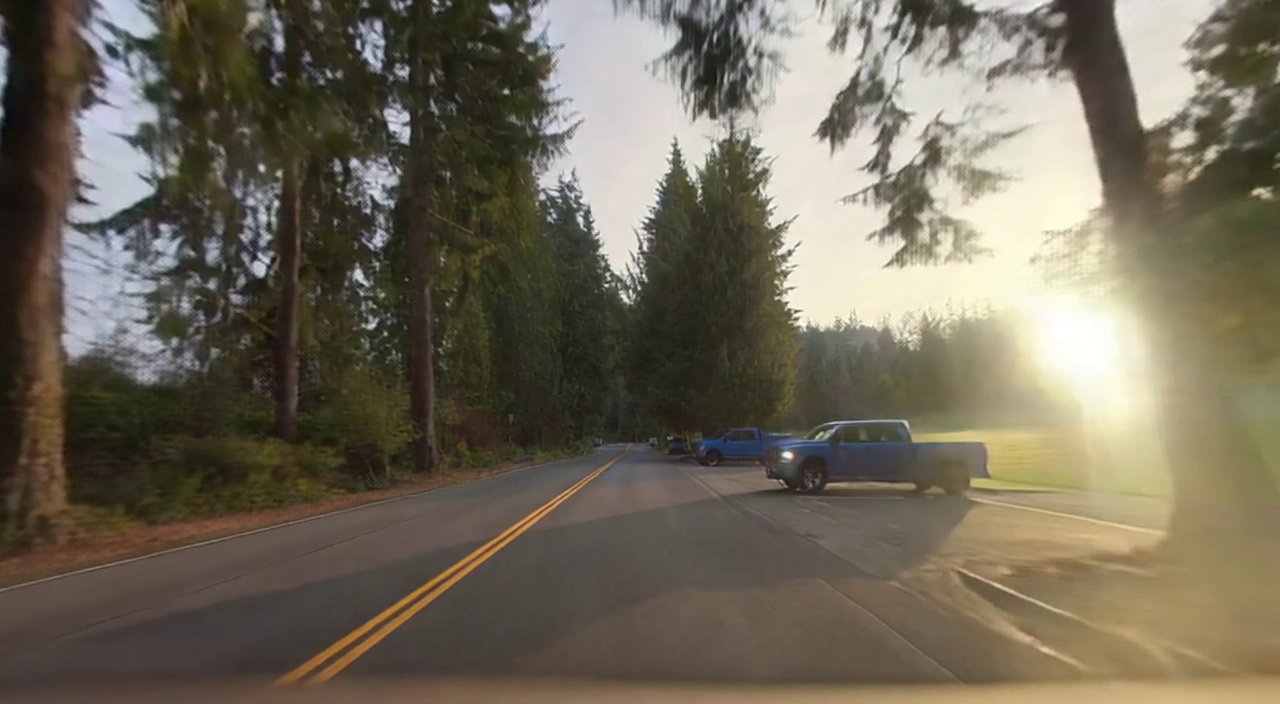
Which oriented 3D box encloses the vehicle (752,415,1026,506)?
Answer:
[{"bbox_3d":[5.969,2.688,15.901,5.797,2.070,2.502,0,-8,-1],"label":"vehicle"}]
